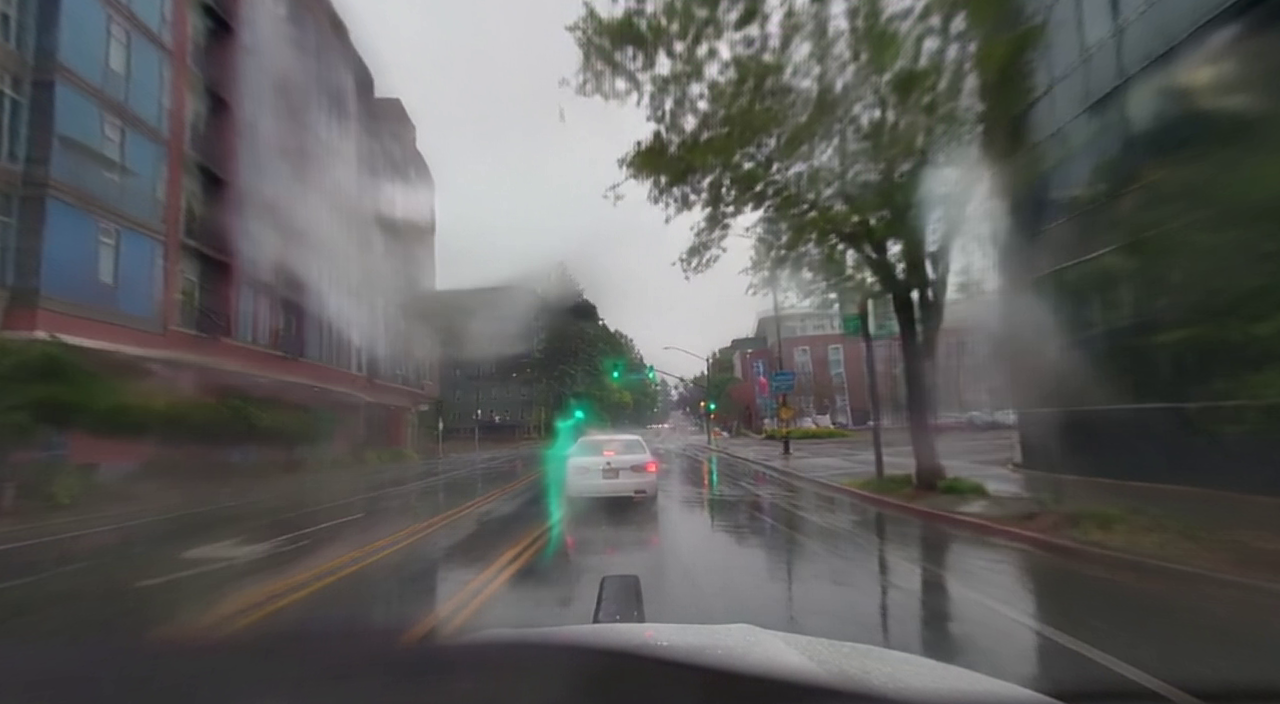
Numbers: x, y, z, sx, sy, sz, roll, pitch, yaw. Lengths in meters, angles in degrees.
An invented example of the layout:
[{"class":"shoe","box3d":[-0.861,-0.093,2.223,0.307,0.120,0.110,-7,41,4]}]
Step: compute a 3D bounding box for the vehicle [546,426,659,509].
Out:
[{"class":"vehicle","box3d":[-0.858,2.255,12.930,1.950,1.401,4.159,1,-8,-6]}]
